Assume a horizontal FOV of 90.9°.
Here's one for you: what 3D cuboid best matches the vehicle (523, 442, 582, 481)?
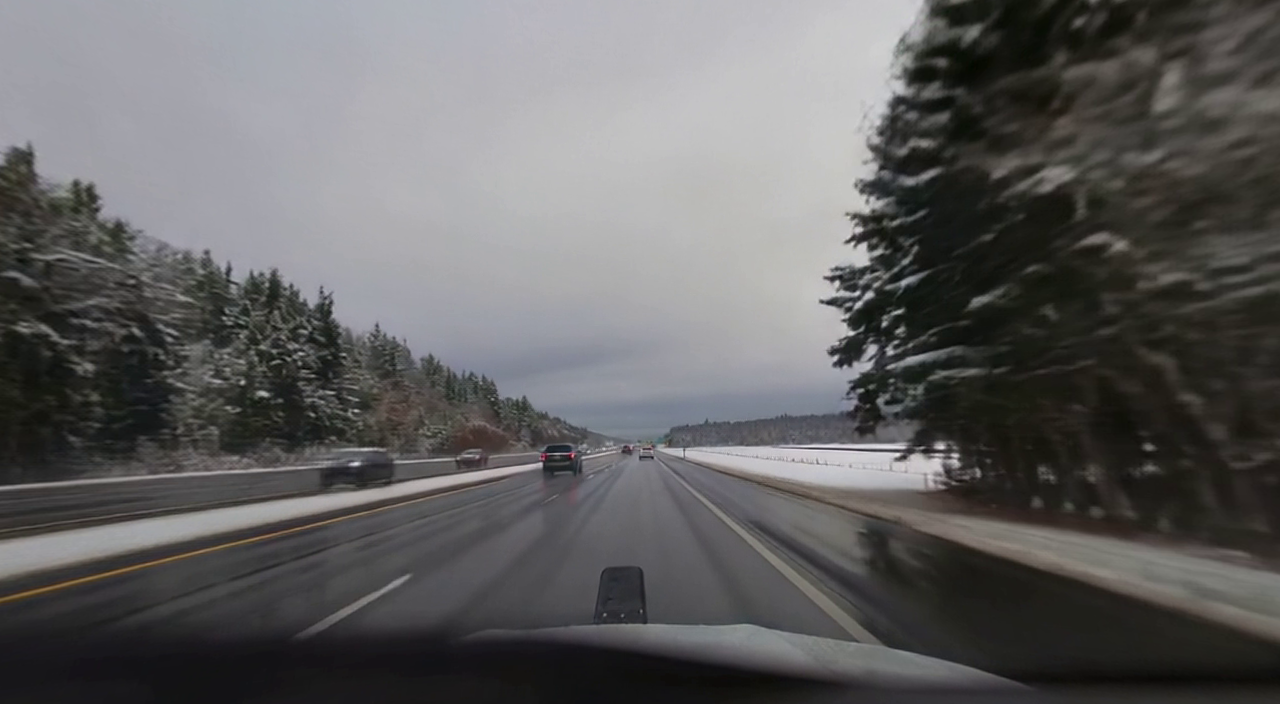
[{"bbox_3d":[-3.983,5.076,29.485,2.095,1.664,4.305,0,-9,1],"label":"vehicle"}]

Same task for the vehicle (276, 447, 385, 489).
[{"bbox_3d":[-12.683,4.771,26.269,2.083,1.536,4.838,0,-9,0],"label":"vehicle"}]
